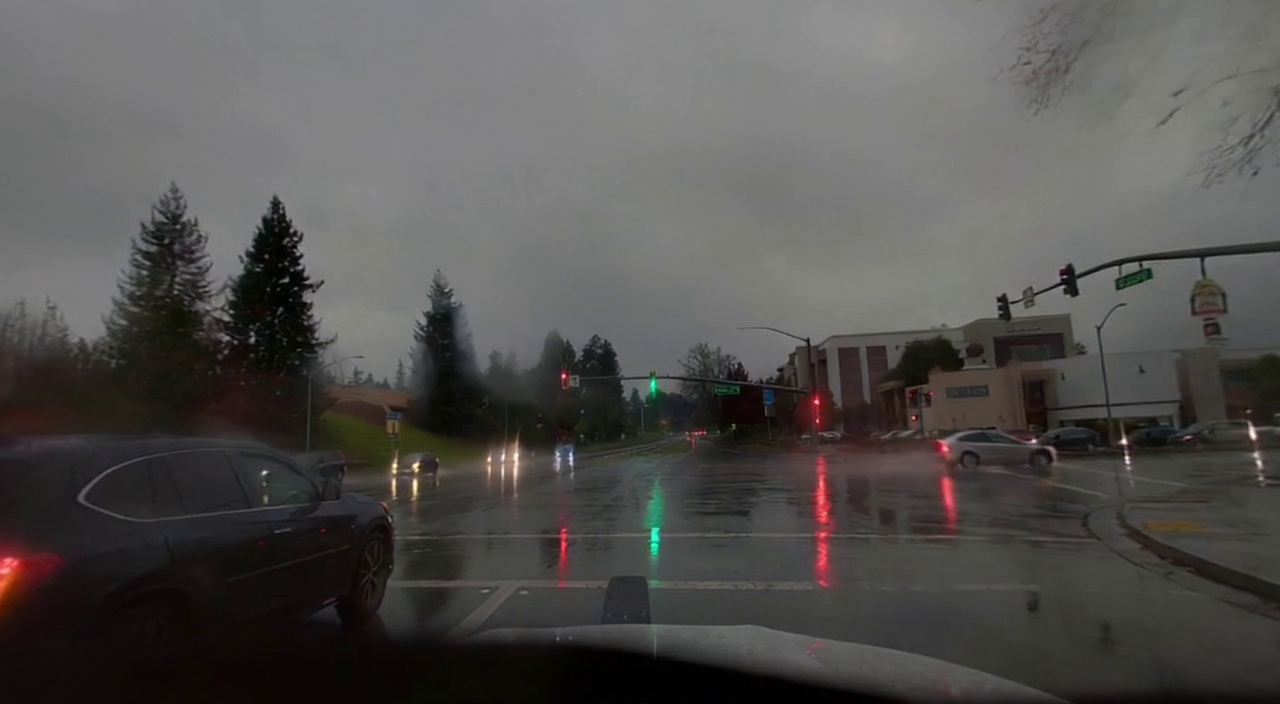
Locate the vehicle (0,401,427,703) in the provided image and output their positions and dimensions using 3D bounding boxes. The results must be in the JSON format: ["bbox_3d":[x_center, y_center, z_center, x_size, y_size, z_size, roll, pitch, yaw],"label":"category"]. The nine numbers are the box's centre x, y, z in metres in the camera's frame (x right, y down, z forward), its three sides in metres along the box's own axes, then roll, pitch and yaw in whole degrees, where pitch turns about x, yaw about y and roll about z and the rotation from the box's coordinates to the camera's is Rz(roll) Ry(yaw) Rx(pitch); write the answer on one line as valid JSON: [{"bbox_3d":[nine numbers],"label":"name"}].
[{"bbox_3d":[-2.936,1.097,3.268,1.924,1.482,4.734,0,-8,1],"label":"vehicle"}]

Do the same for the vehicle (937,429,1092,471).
[{"bbox_3d":[13.411,3.558,22.855,4.364,1.450,1.841,-1,-9,8],"label":"vehicle"}]

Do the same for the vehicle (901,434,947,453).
[{"bbox_3d":[22.386,7.200,49.528,1.930,1.410,4.313,-8,-11,42],"label":"vehicle"}]

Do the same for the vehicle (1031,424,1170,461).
[{"bbox_3d":[19.957,3.937,27.427,4.552,1.492,2.002,0,-9,-4],"label":"vehicle"}]

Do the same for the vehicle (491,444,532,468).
[{"bbox_3d":[-9.768,7.955,48.319,1.905,1.724,4.449,-1,-8,5],"label":"vehicle"}]

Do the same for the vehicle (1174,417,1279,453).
[{"bbox_3d":[26.780,3.731,28.130,4.240,1.540,1.944,1,-9,-5],"label":"vehicle"}]
